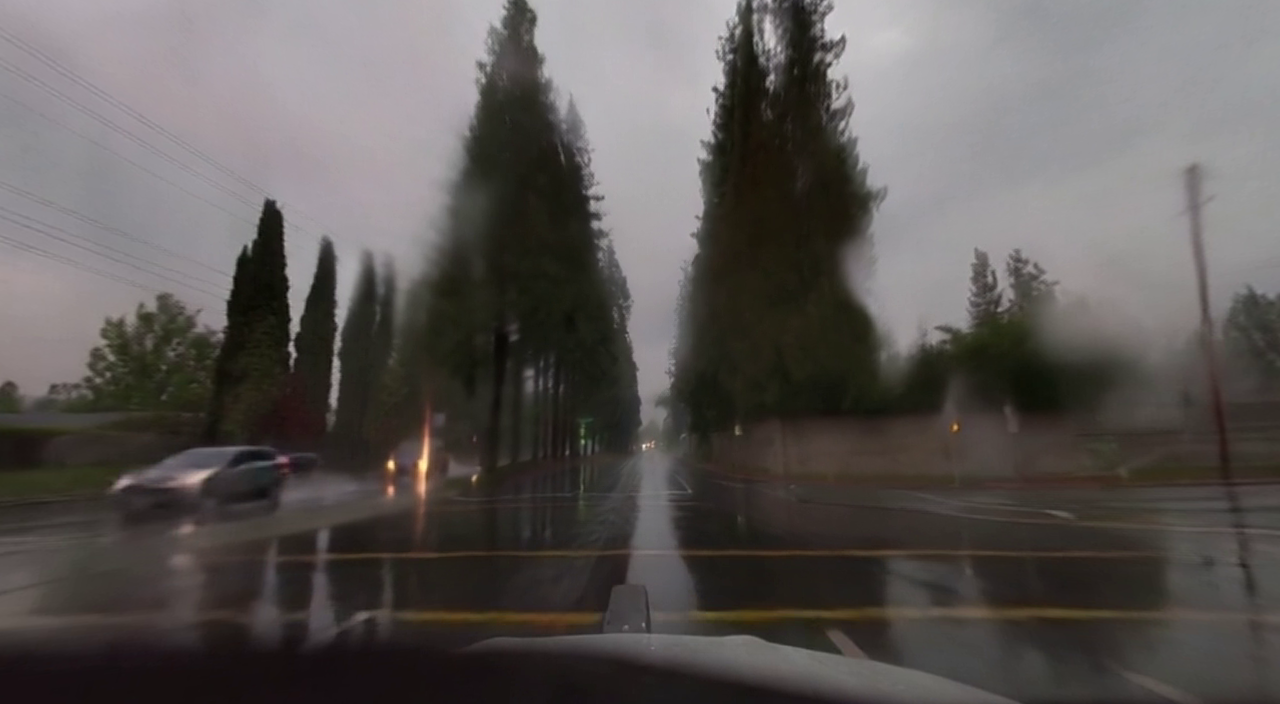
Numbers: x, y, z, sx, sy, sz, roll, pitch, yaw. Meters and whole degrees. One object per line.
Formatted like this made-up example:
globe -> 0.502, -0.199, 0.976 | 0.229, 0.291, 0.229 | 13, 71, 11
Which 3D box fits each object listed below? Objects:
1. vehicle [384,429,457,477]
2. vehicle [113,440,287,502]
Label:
vehicle -> -13.218, 6.125, 38.430 | 2.305, 2.620, 5.830 | 0, -8, 0
vehicle -> -13.573, 3.670, 19.904 | 2.035, 1.693, 4.625 | 0, -8, 1
